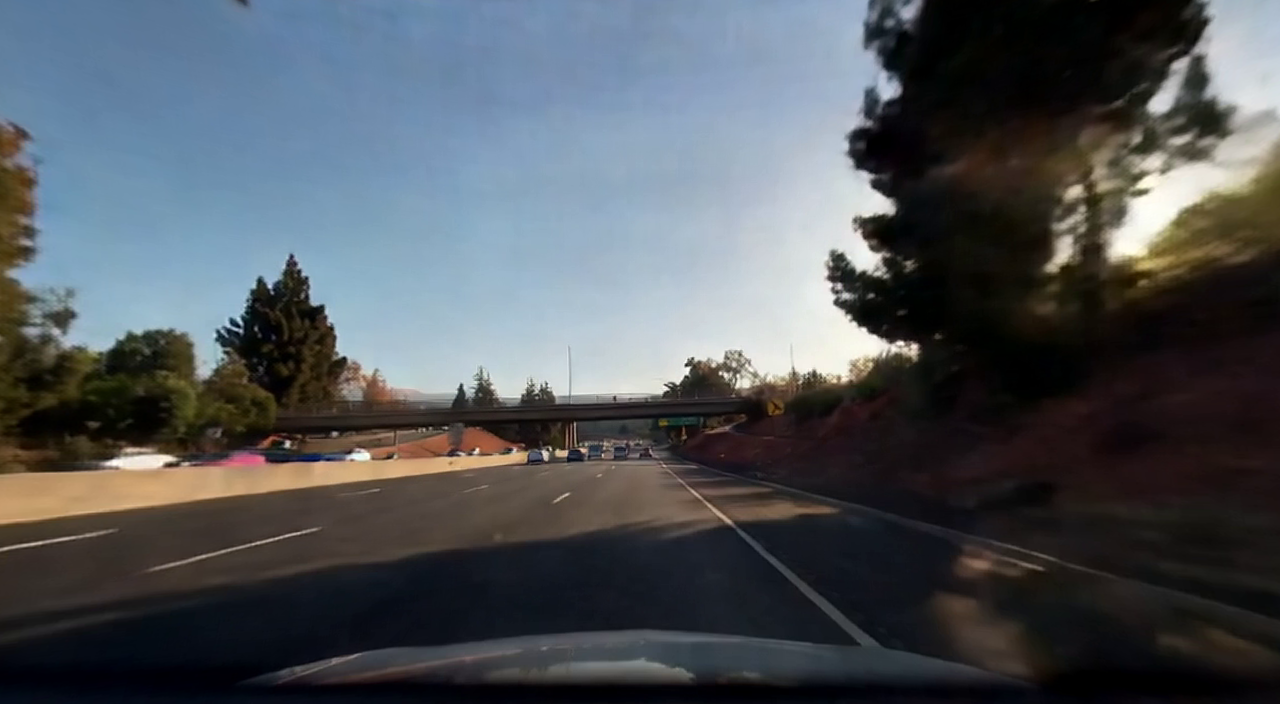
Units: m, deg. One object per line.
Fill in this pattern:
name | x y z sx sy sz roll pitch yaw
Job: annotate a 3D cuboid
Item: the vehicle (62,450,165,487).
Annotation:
vehicle | -20.915 4.615 25.210 1.447 1.320 3.188 0 -8 -2
